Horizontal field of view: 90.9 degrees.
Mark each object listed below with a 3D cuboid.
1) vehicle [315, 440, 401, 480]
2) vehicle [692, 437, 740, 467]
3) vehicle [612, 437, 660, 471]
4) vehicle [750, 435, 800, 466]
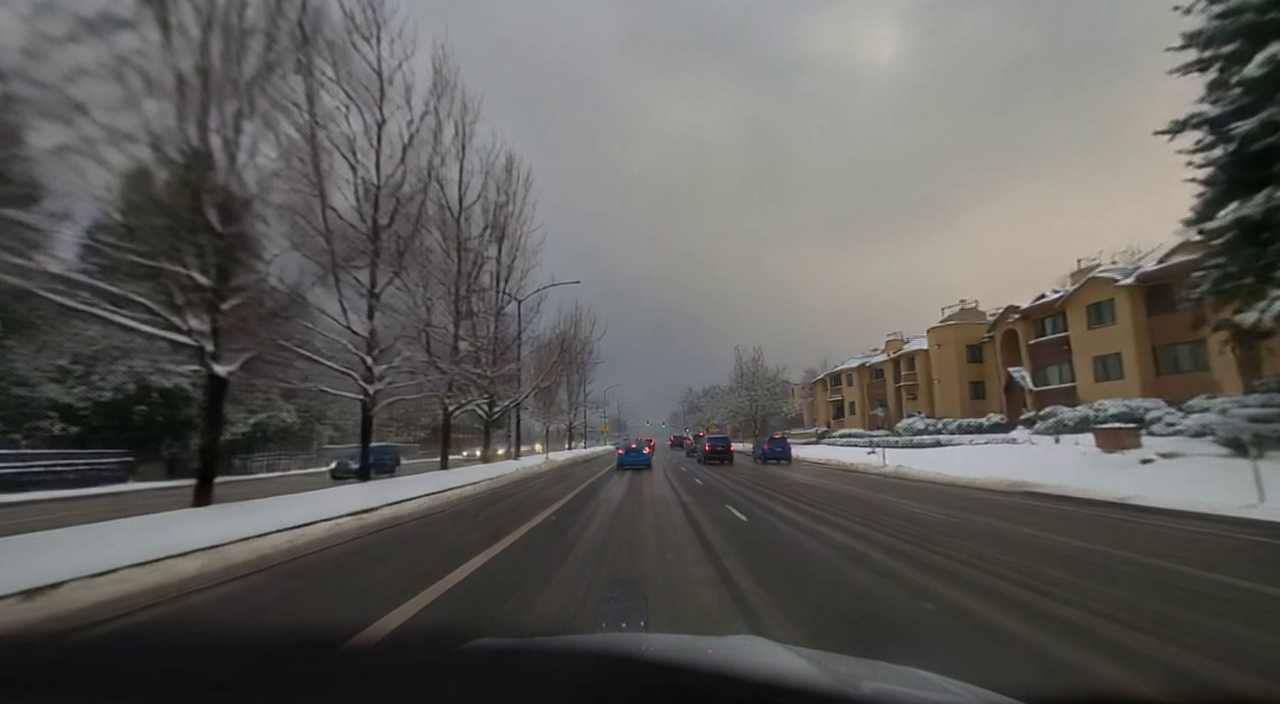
[{"bbox_3d":[-13.744,5.260,31.088,2.019,1.778,4.593,0,-8,1],"label":"vehicle"},{"bbox_3d":[4.036,5.384,34.143,2.067,1.514,4.188,0,-8,0],"label":"vehicle"},{"bbox_3d":[-0.145,4.738,29.491,2.102,1.481,3.907,0,-8,1],"label":"vehicle"},{"bbox_3d":[7.796,5.710,36.811,1.972,1.700,4.269,0,-8,0],"label":"vehicle"}]
